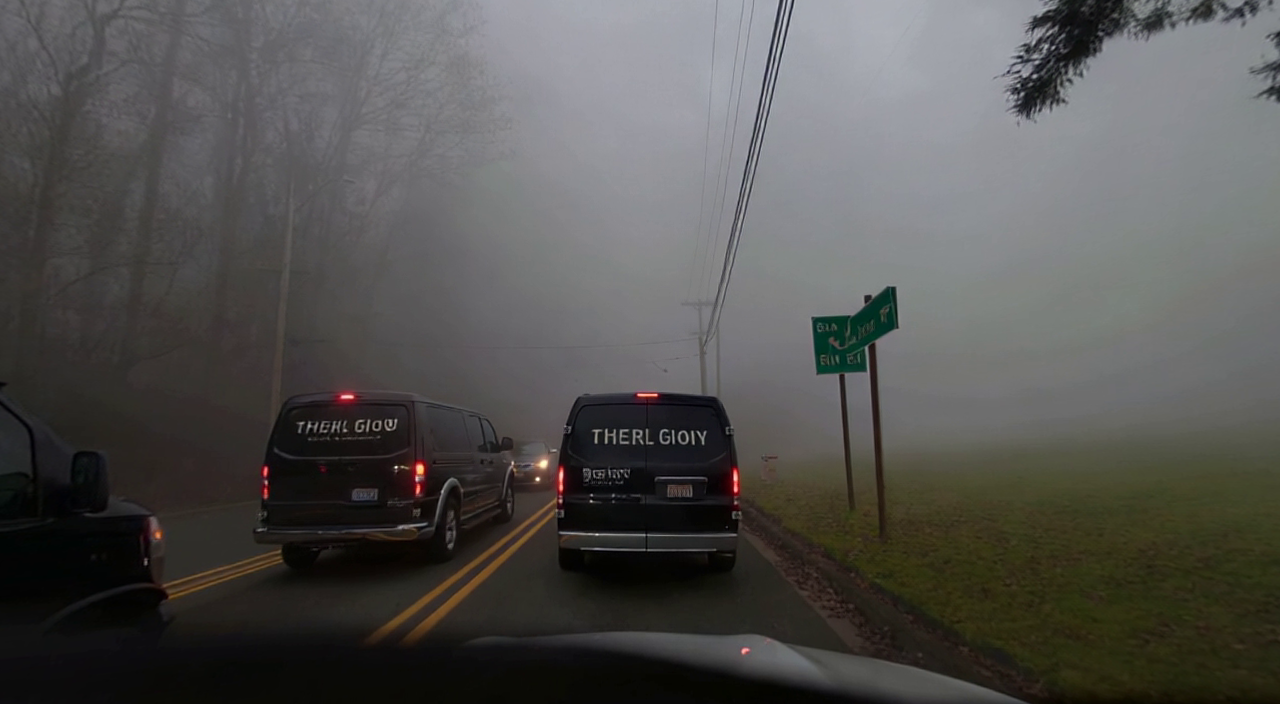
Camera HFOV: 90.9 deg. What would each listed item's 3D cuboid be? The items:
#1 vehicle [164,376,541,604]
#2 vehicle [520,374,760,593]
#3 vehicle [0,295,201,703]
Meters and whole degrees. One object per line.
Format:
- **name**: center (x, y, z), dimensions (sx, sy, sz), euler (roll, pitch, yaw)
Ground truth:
- **vehicle**: center (-2.755, 1.481, 7.623), dimensions (2.109, 1.851, 4.749), euler (-1, -8, 3)
- **vehicle**: center (0.106, 1.461, 7.695), dimensions (2.117, 1.911, 4.095), euler (-1, -8, 3)
- **vehicle**: center (-3.100, 0.481, 0.239), dimensions (2.160, 1.796, 4.997), euler (0, -8, 1)
